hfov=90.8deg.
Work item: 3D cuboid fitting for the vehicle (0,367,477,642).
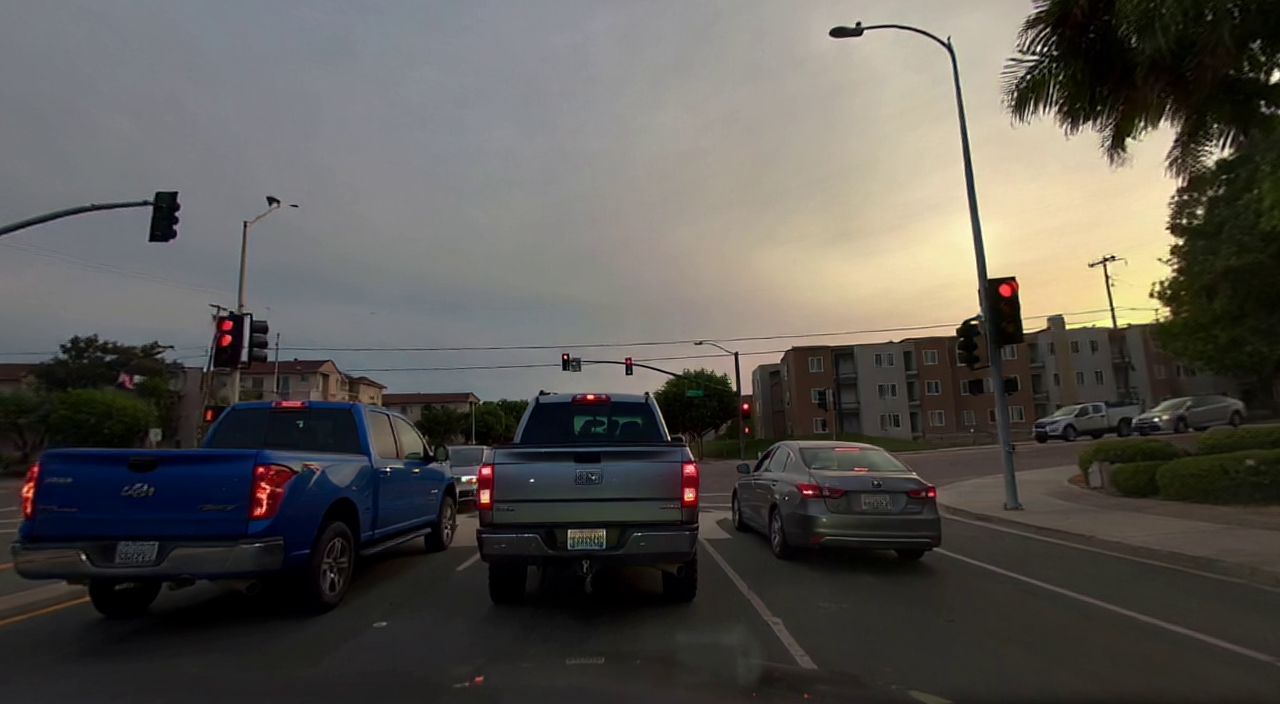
[{"bbox_3d":[-3.453,1.392,6.866,2.146,1.828,5.148,0,-9,-2],"label":"vehicle"}]

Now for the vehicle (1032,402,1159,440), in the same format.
[{"bbox_3d":[23.316,3.586,32.485,4.721,1.866,2.188,0,-9,2],"label":"vehicle"}]

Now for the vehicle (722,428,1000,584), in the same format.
[{"bbox_3d":[2.414,1.812,8.309,2.016,1.481,4.336,0,-9,-1],"label":"vehicle"}]

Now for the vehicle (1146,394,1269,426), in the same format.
[{"bbox_3d":[29.281,3.039,32.689,4.540,1.543,1.803,0,-9,0],"label":"vehicle"}]

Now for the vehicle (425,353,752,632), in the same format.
[{"bbox_3d":[-0.391,1.310,6.747,2.282,1.964,4.421,0,-9,-1],"label":"vehicle"}]
